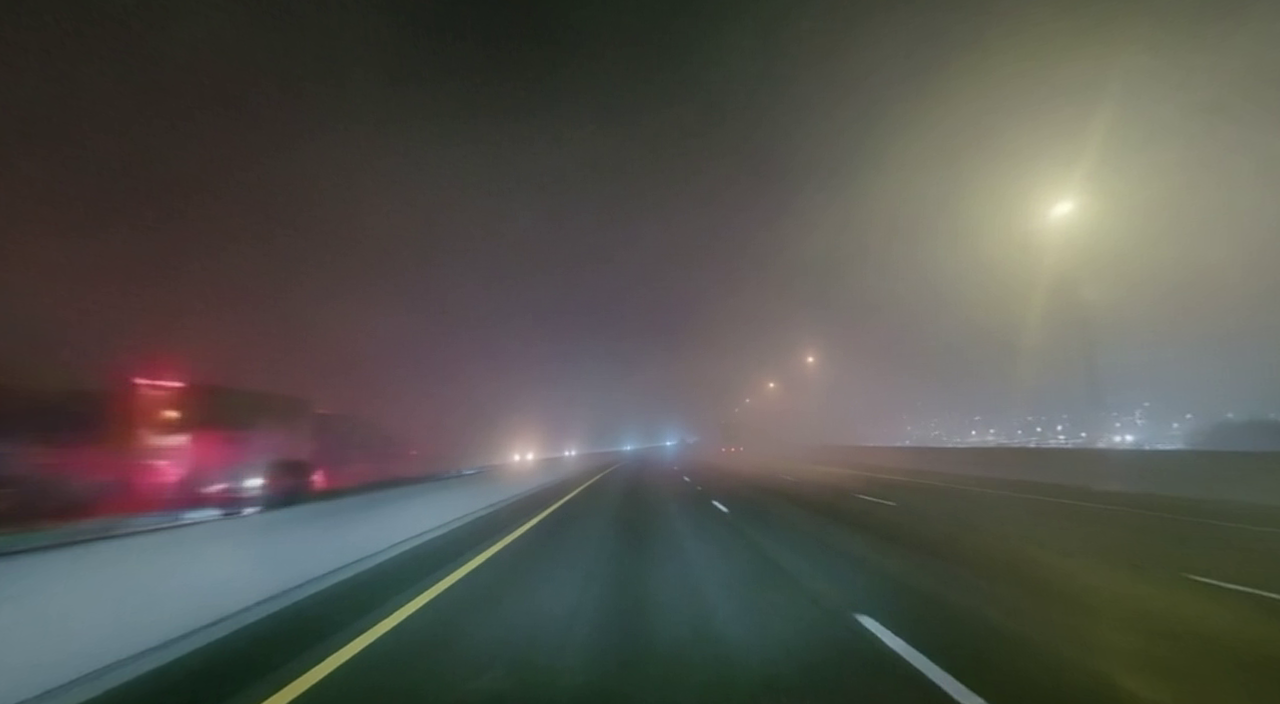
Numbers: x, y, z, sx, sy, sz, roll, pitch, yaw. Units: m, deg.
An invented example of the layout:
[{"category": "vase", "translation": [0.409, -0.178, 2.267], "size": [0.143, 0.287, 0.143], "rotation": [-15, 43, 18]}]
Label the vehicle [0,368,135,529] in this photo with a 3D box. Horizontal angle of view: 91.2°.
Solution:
[{"category": "vehicle", "translation": [-17.280, 2.189, 14.114], "size": [2.968, 3.924, 10.428], "rotation": [0, -9, 1]}]

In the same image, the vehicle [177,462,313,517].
[{"category": "vehicle", "translation": [-12.729, 4.429, 20.574], "size": [1.834, 1.504, 3.952], "rotation": [0, -9, 1]}]
